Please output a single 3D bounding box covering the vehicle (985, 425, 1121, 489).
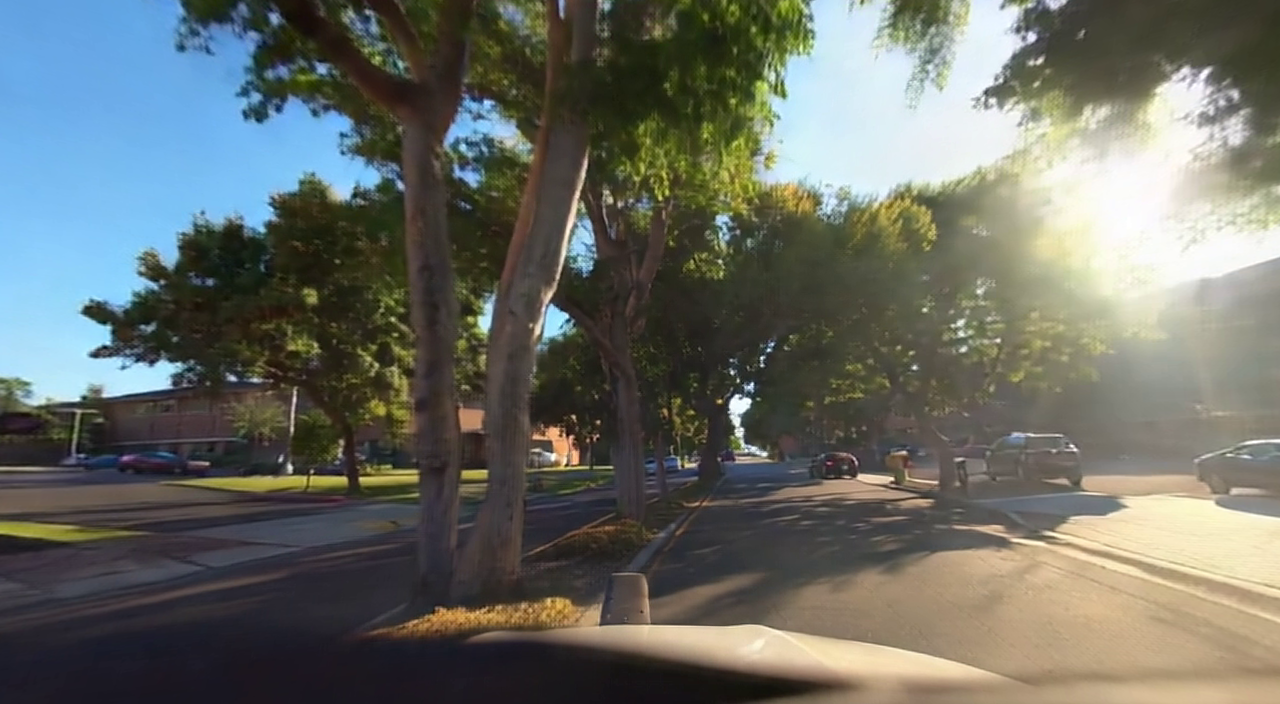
[{"bbox_3d":[13.467,3.486,20.959,2.018,1.840,4.662,-2,-9,11],"label":"vehicle"}]

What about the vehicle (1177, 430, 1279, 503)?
[{"bbox_3d":[14.628,2.505,13.956,1.903,1.528,4.374,-2,-9,6],"label":"vehicle"}]

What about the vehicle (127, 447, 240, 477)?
[{"bbox_3d":[-26.779,6.451,37.167,4.814,1.609,2.197,1,-9,-8],"label":"vehicle"}]

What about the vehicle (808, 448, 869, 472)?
[{"bbox_3d":[15.150,8.255,48.195,4.277,1.740,2.097,-4,-9,18],"label":"vehicle"}]
